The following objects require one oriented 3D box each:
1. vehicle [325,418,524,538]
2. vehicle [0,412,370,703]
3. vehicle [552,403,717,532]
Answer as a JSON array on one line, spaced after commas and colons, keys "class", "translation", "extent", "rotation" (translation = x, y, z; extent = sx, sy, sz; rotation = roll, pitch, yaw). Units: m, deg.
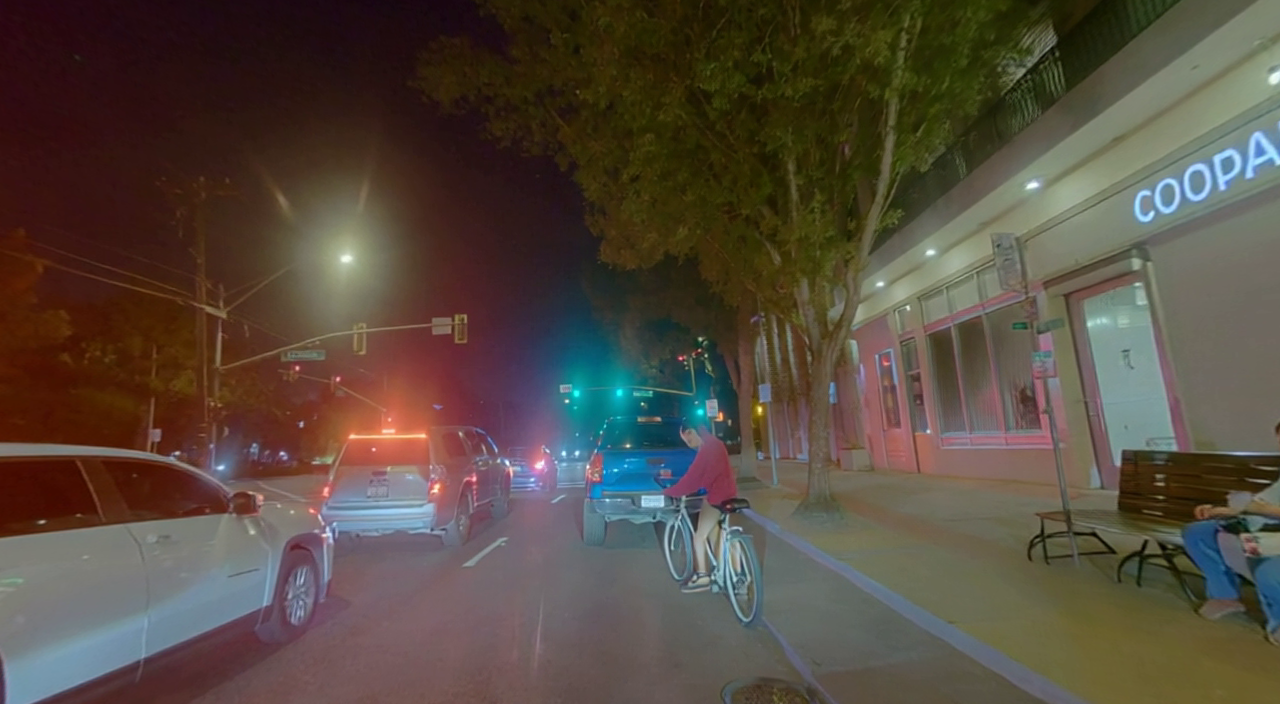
[{"class": "vehicle", "translation": [-3.599, 2.199, 11.610], "extent": [2.046, 1.750, 4.452], "rotation": [0, -9, 0]}, {"class": "vehicle", "translation": [-3.557, 1.170, 3.690], "extent": [2.064, 1.486, 4.140], "rotation": [0, -9, 1]}, {"class": "vehicle", "translation": [-0.118, 2.085, 11.884], "extent": [2.426, 1.882, 5.027], "rotation": [0, -9, -1]}]
